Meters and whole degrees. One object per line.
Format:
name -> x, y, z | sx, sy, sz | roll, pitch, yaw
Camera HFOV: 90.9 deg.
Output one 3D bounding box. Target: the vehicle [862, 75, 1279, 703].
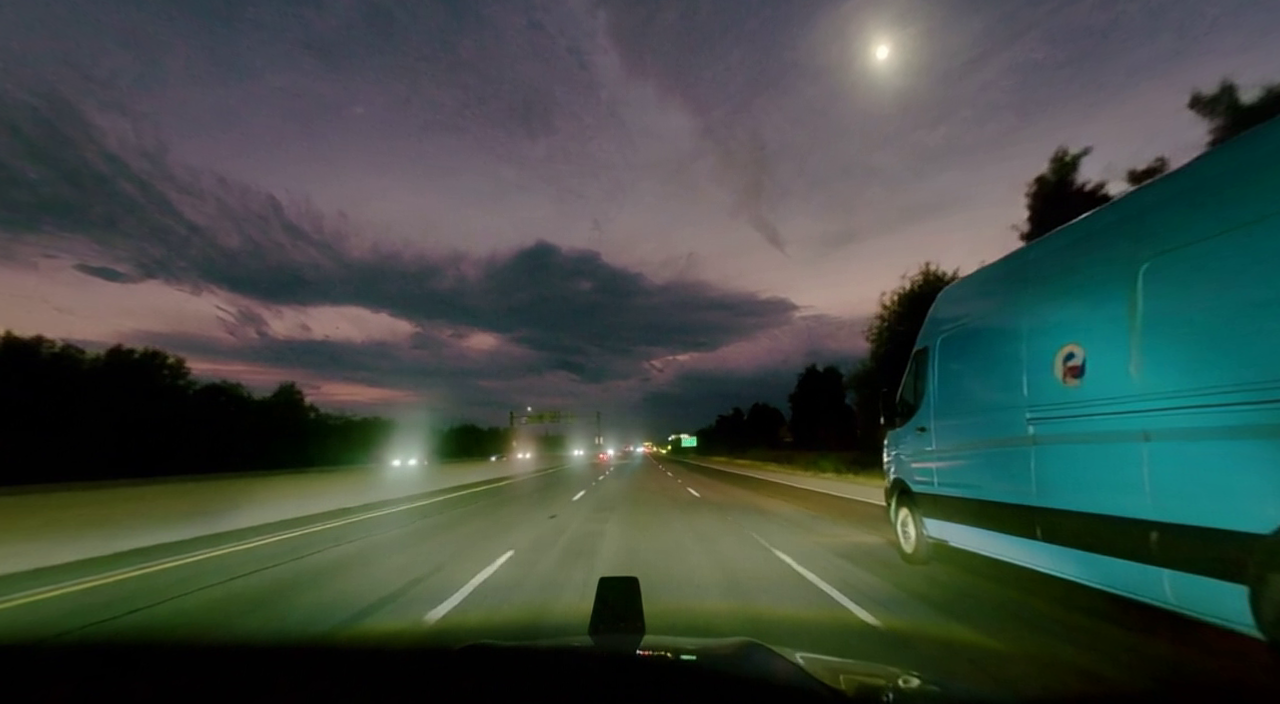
vehicle -> 3.988, 0.480, 4.154 | 2.527, 2.809, 6.831 | 0, -9, 0
